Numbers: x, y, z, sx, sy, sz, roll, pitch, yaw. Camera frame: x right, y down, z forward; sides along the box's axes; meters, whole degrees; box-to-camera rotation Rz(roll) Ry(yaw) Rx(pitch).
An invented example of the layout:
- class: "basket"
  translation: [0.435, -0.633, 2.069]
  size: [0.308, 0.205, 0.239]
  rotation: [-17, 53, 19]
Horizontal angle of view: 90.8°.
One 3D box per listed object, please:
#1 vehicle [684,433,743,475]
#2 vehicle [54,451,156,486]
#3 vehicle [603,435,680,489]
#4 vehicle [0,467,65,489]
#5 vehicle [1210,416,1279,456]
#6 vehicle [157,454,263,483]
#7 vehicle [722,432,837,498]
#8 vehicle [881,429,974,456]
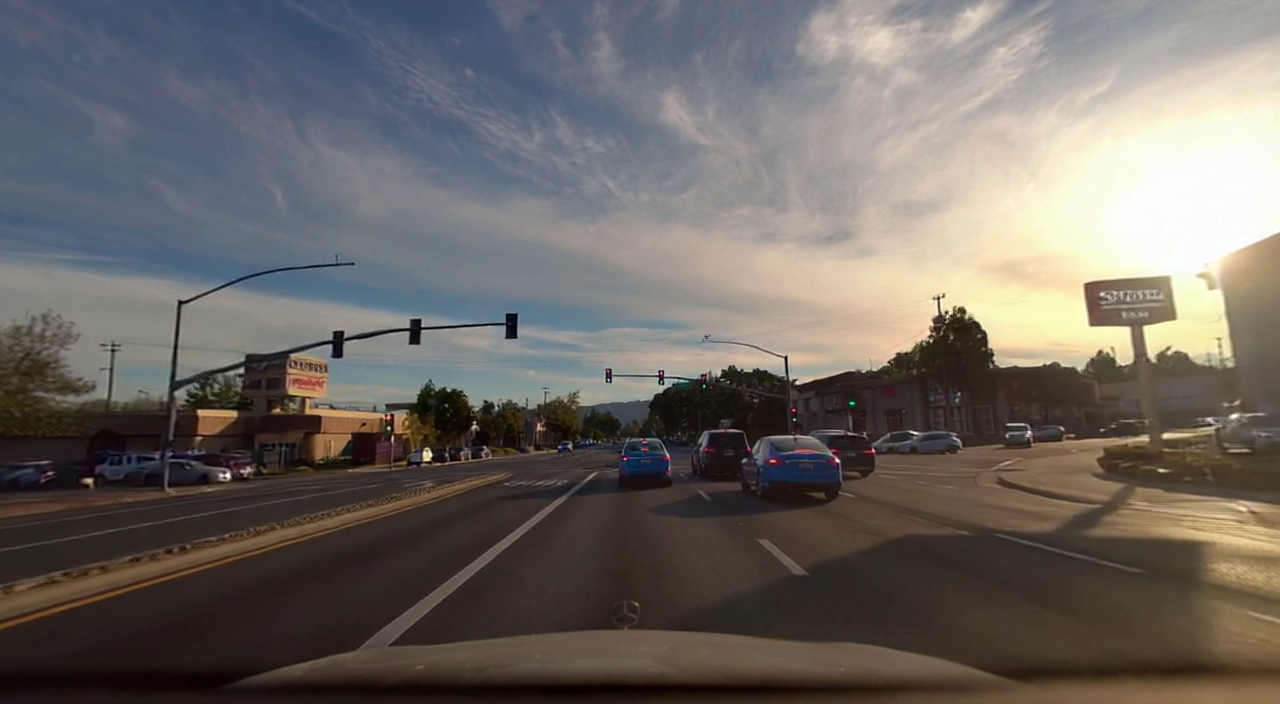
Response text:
- class: "vehicle"
  translation: [3.114, 4.445, 27.719]
  size: [1.973, 1.633, 4.717]
  rotation: [0, -8, -1]
- class: "vehicle"
  translation: [-38.336, 8.336, 45.391]
  size: [5.135, 2.388, 2.288]
  rotation: [0, -8, -1]
- class: "vehicle"
  translation: [0.007, 3.367, 19.647]
  size: [2.135, 1.468, 4.076]
  rotation: [0, -8, -1]
- class: "vehicle"
  translation: [-44.549, 8.995, 45.297]
  size: [4.604, 1.447, 1.892]
  rotation: [0, -8, -3]
- class: "vehicle"
  translation: [25.898, 3.512, 26.277]
  size: [2.222, 1.538, 4.817]
  rotation: [-5, -10, 30]
- class: "vehicle"
  translation: [-26.303, 7.135, 38.785]
  size: [4.780, 1.669, 2.232]
  rotation: [0, -8, -2]
- class: "vehicle"
  translation: [3.478, 2.915, 16.704]
  size: [1.889, 1.473, 4.643]
  rotation: [0, -8, -1]
- class: "vehicle"
  translation: [19.966, 6.311, 44.078]
  size: [5.438, 1.776, 2.032]
  rotation: [0, -8, 0]
